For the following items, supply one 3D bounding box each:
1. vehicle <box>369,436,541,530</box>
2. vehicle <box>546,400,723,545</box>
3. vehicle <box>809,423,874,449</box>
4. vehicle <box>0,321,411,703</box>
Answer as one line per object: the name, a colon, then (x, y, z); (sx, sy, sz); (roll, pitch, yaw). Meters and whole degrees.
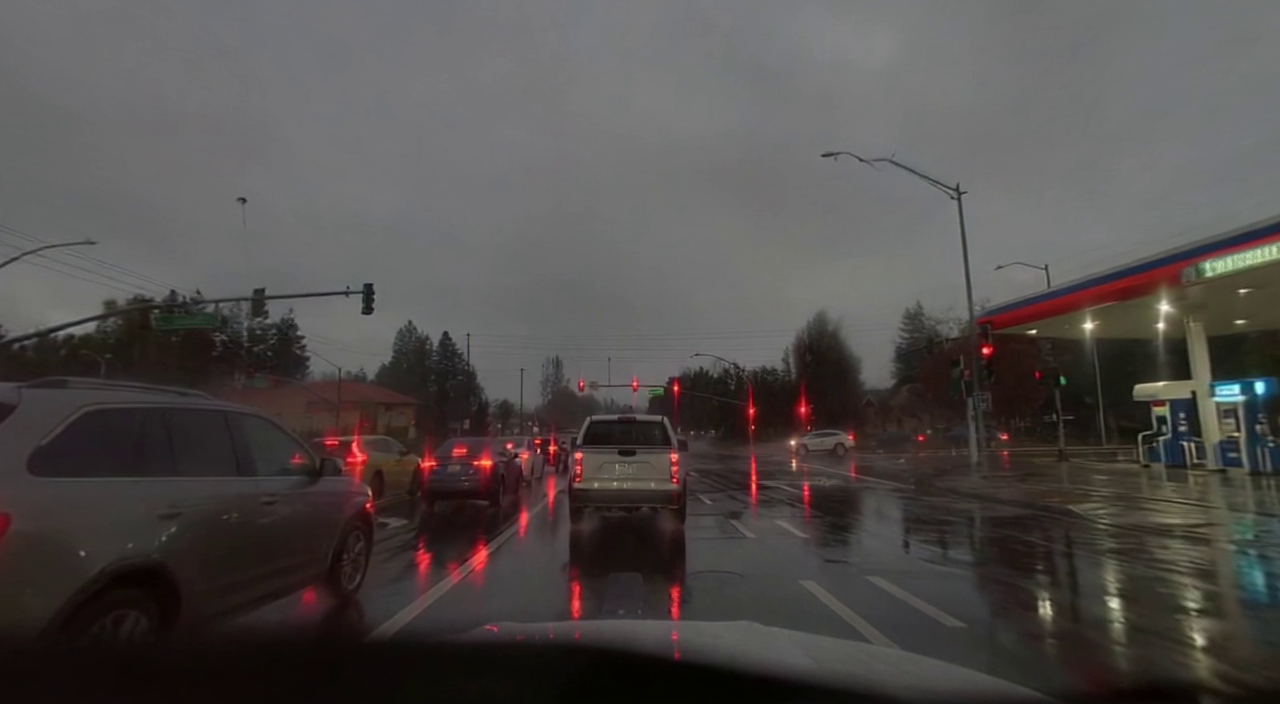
vehicle: (-3.158, 2.309, 11.754); (1.881, 1.424, 4.098); (0, -8, 1)
vehicle: (-0.089, 1.888, 10.547); (2.224, 1.819, 5.005); (0, -8, -1)
vehicle: (14.290, 5.980, 44.739); (4.548, 1.730, 2.013); (6, -10, -35)
vehicle: (-3.312, 1.020, 3.987); (2.096, 1.718, 4.266); (0, -8, 0)
